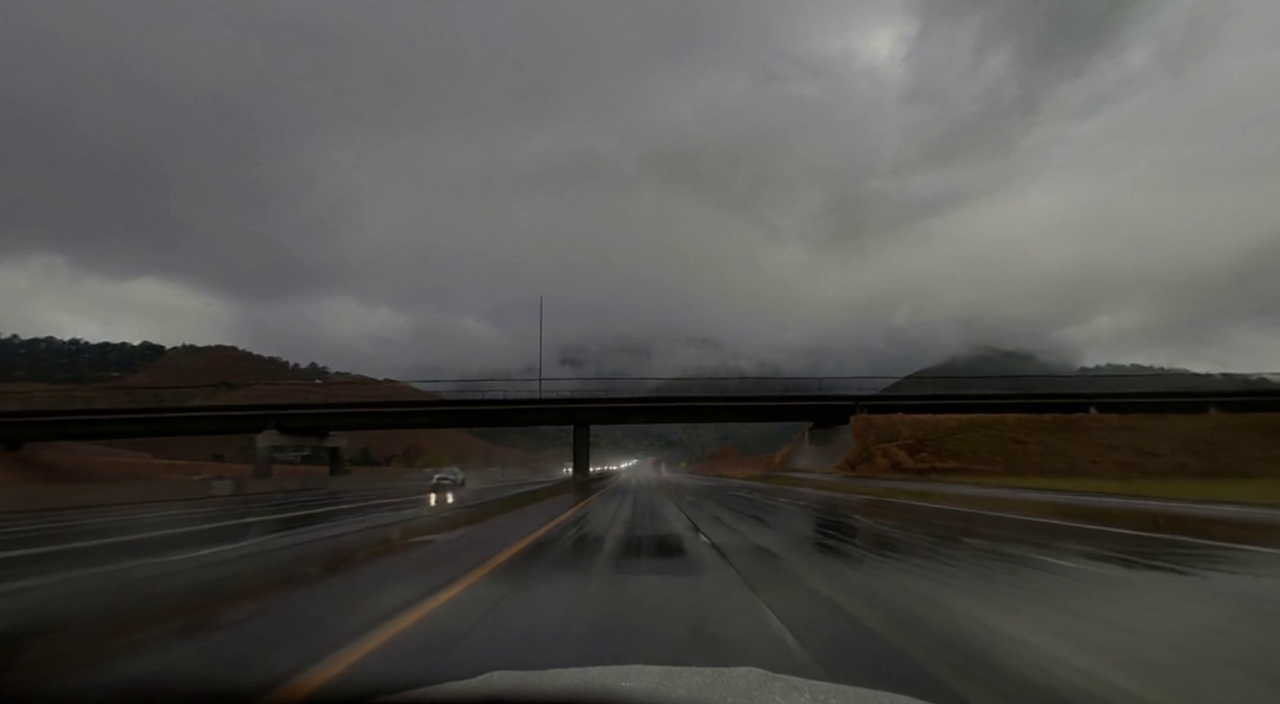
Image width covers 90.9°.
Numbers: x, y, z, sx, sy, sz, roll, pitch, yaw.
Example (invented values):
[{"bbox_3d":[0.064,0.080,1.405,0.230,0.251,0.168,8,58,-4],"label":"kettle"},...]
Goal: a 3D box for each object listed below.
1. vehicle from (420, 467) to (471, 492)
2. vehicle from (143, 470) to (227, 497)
[{"bbox_3d":[-13.082,8.580,42.617,2.000,1.564,4.257,1,-10,0],"label":"vehicle"},{"bbox_3d":[-30.443,8.804,42.359,1.931,1.606,4.785,0,-10,1],"label":"vehicle"}]
